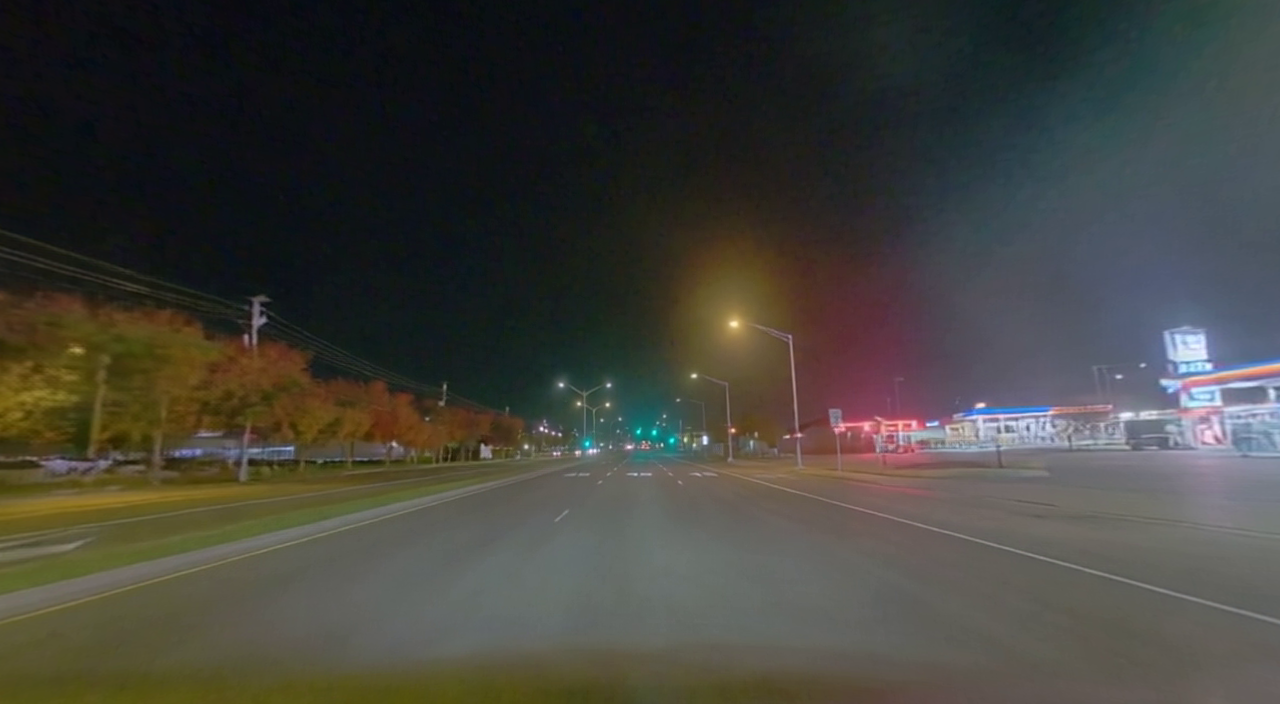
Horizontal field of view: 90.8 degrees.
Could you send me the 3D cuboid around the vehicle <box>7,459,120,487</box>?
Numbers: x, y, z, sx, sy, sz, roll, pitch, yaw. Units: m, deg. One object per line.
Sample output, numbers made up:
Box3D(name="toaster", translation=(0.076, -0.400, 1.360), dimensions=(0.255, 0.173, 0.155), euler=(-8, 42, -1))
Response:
Box3D(name="vehicle", translation=(-33.404, 7.000, 36.675), dimensions=(4.683, 1.495, 2.052), euler=(0, -9, 4))
